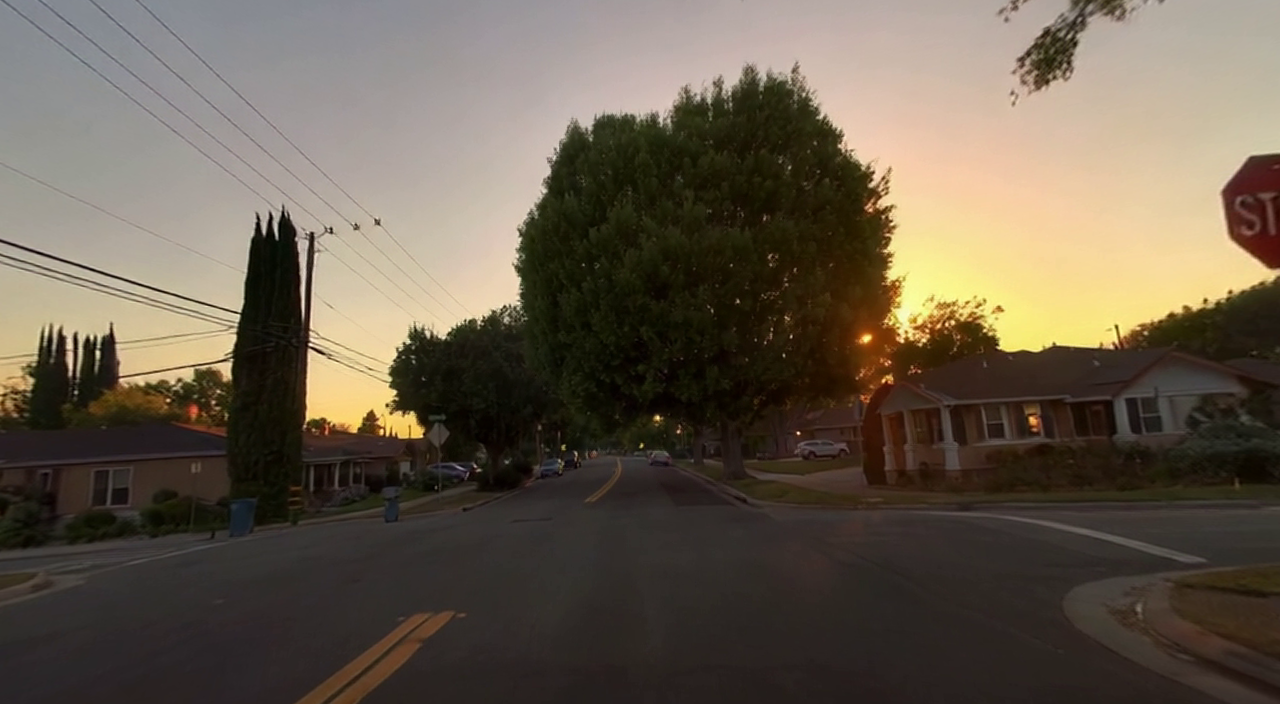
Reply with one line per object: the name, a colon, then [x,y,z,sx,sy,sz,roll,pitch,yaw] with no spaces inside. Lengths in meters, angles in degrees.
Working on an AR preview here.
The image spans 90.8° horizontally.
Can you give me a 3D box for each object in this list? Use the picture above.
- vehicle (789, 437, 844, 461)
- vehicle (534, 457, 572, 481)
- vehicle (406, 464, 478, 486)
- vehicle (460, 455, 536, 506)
vehicle: [12.404,6.854,44.597,3.563,1.551,1.916,-2,-9,12]
vehicle: [-6.536,8.870,48.038,2.133,1.525,4.401,-4,-9,1]
vehicle: [-14.183,8.825,45.308,4.601,1.486,1.876,-2,-9,12]
vehicle: [-6.207,5.649,28.144,2.149,1.823,4.613,-6,-9,1]
